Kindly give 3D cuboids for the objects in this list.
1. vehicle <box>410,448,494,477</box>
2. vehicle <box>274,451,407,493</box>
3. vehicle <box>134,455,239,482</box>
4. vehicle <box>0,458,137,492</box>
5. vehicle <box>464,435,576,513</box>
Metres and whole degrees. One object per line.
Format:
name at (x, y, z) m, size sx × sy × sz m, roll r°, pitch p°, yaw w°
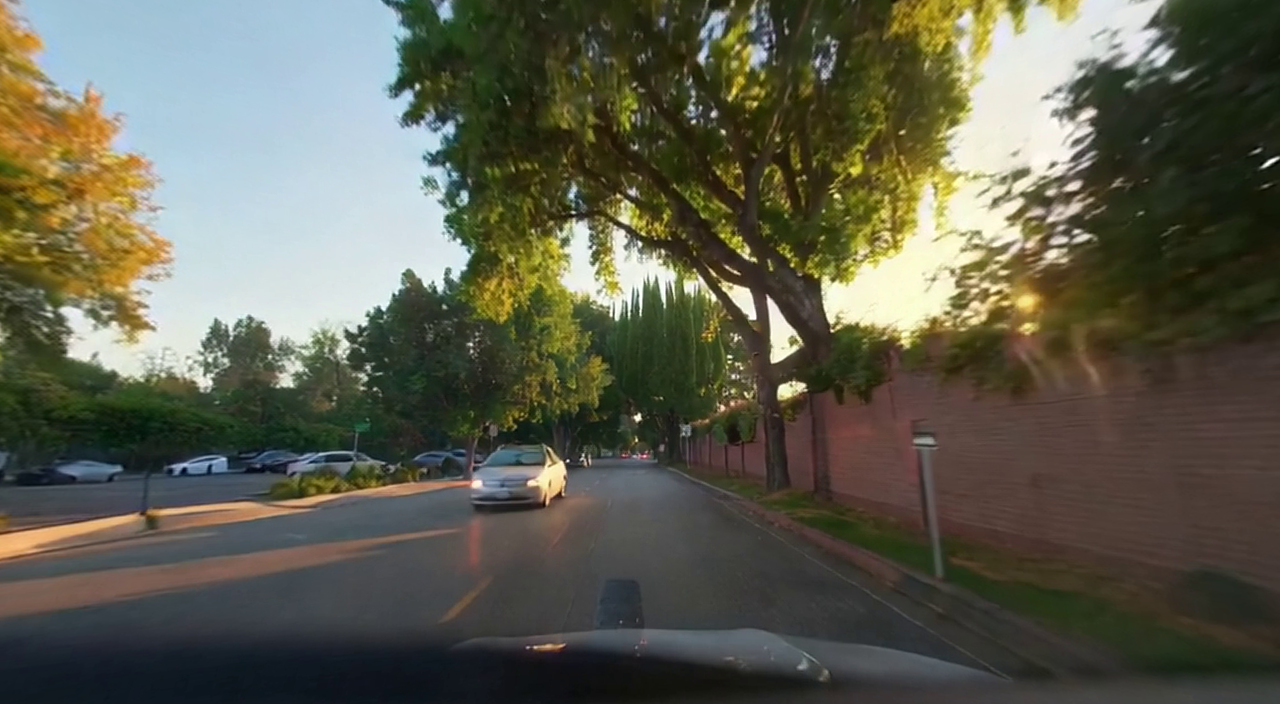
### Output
vehicle at (-13.754, 8.145, 46.558) m, size 5.428 × 1.908 × 2.196 m, roll 1°, pitch -10°, yaw 0°
vehicle at (-13.314, 5.353, 28.306) m, size 4.870 × 1.767 × 2.120 m, roll 0°, pitch -9°, yaw 2°
vehicle at (-26.980, 6.957, 37.719) m, size 4.736 × 1.516 × 1.937 m, roll 0°, pitch -9°, yaw 1°
vehicle at (-26.020, 5.602, 28.884) m, size 4.374 × 1.455 × 1.918 m, roll 0°, pitch -9°, yaw 0°
vehicle at (-2.921, 3.080, 16.371) m, size 2.047 × 1.725 × 4.288 m, roll 0°, pitch -9°, yaw 0°
